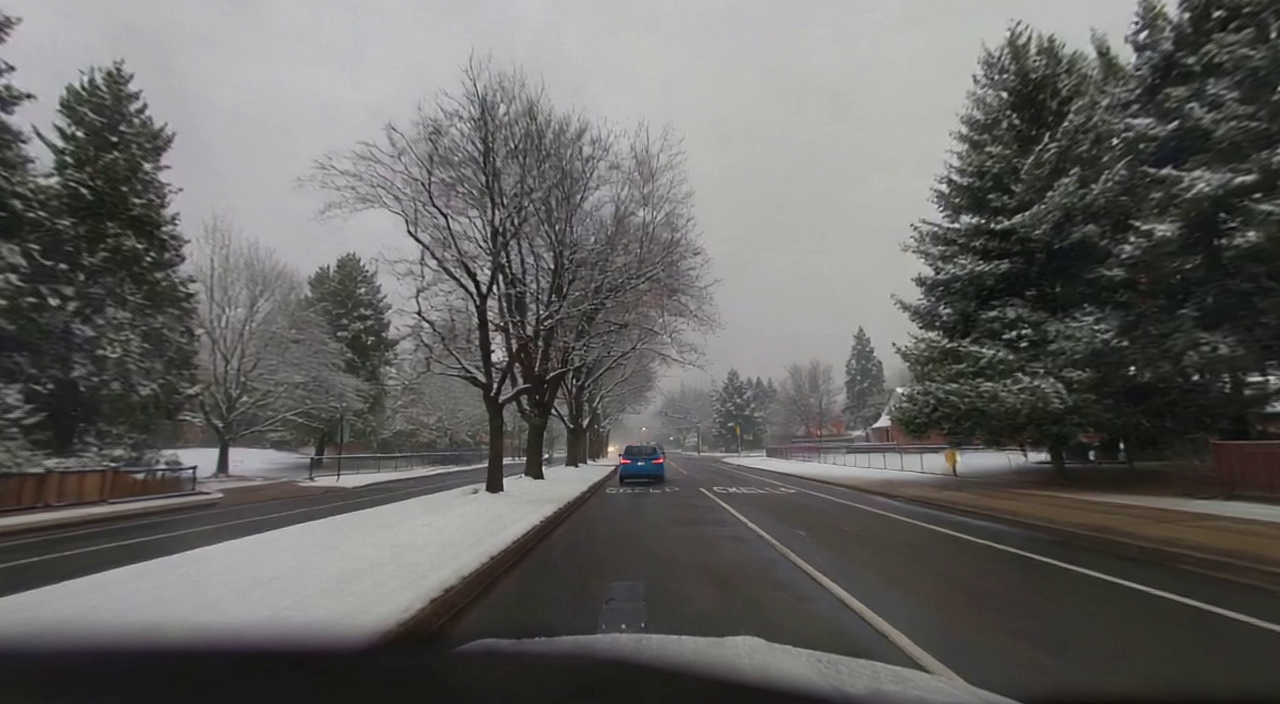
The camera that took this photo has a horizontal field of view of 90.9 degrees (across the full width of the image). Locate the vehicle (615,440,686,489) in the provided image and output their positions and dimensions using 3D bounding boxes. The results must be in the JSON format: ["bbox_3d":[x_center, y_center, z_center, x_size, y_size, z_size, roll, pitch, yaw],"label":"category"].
[{"bbox_3d":[0.326,3.821,21.854,2.158,1.469,4.909,0,-9,0],"label":"vehicle"}]

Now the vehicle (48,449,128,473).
[{"bbox_3d":[-39.054,7.687,44.699,1.858,1.621,3.767,-2,-9,12],"label":"vehicle"}]
